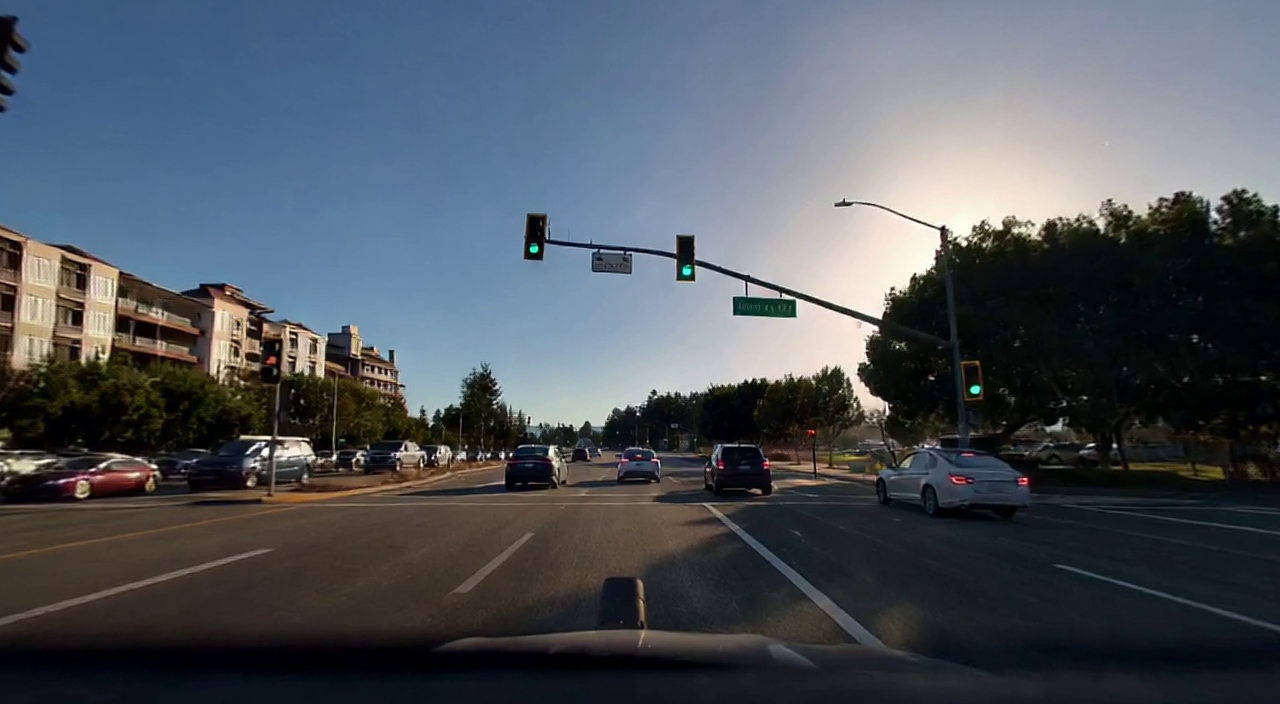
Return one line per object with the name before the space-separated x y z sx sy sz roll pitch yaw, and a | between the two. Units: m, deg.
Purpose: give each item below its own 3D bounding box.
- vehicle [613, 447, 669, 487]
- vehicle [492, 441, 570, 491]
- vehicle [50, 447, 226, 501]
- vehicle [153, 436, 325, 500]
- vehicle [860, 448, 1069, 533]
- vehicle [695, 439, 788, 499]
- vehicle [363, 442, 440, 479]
vehicle | -0.004 4.690 26.243 2.155 1.486 4.403 0 -8 -1
vehicle | -3.930 4.174 23.565 2.172 1.671 4.175 0 -8 0
vehicle | -15.998 3.880 20.531 2.071 1.473 4.444 -2 -9 0
vehicle | -12.451 3.606 20.137 2.208 1.773 4.900 0 -8 0
vehicle | 6.349 2.718 13.061 1.945 1.408 4.288 0 -8 -2
vehicle | 3.117 3.692 20.387 2.161 1.716 4.194 0 -8 -2
vehicle | -12.762 5.799 34.179 2.259 1.804 4.990 0 -8 -1
